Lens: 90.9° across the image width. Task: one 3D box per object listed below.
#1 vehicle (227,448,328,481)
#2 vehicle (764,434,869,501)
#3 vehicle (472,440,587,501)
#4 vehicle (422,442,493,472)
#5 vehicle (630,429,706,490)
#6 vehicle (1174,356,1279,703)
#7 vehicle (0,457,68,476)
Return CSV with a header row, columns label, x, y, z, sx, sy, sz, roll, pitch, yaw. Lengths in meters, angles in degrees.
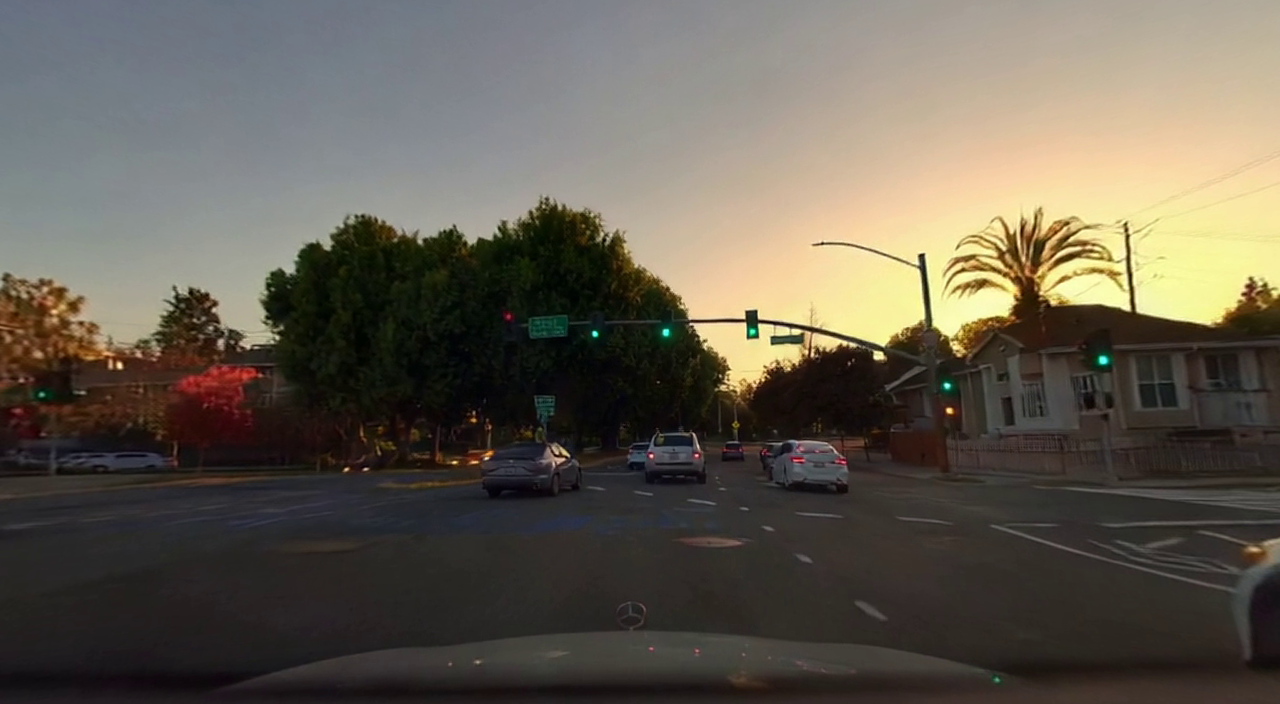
label,x,y,z,sx,sy,sz,roll,pitch,yaw
vehicle,-17.381,5.385,30.546,1.869,1.449,4.417,-1,-9,7
vehicle,4.423,2.940,16.364,1.859,1.540,3.454,-1,-9,3
vehicle,-2.901,3.235,17.709,2.006,1.464,4.586,-1,-9,5
vehicle,-9.898,5.725,34.605,2.009,1.527,4.534,-2,-9,9
vehicle,1.031,3.501,20.847,2.250,1.768,4.574,-1,-9,5
vehicle,3.481,0.541,0.445,2.106,1.636,4.655,0,-9,0
vehicle,-47.336,8.918,49.212,3.648,1.387,1.853,-1,-9,7
